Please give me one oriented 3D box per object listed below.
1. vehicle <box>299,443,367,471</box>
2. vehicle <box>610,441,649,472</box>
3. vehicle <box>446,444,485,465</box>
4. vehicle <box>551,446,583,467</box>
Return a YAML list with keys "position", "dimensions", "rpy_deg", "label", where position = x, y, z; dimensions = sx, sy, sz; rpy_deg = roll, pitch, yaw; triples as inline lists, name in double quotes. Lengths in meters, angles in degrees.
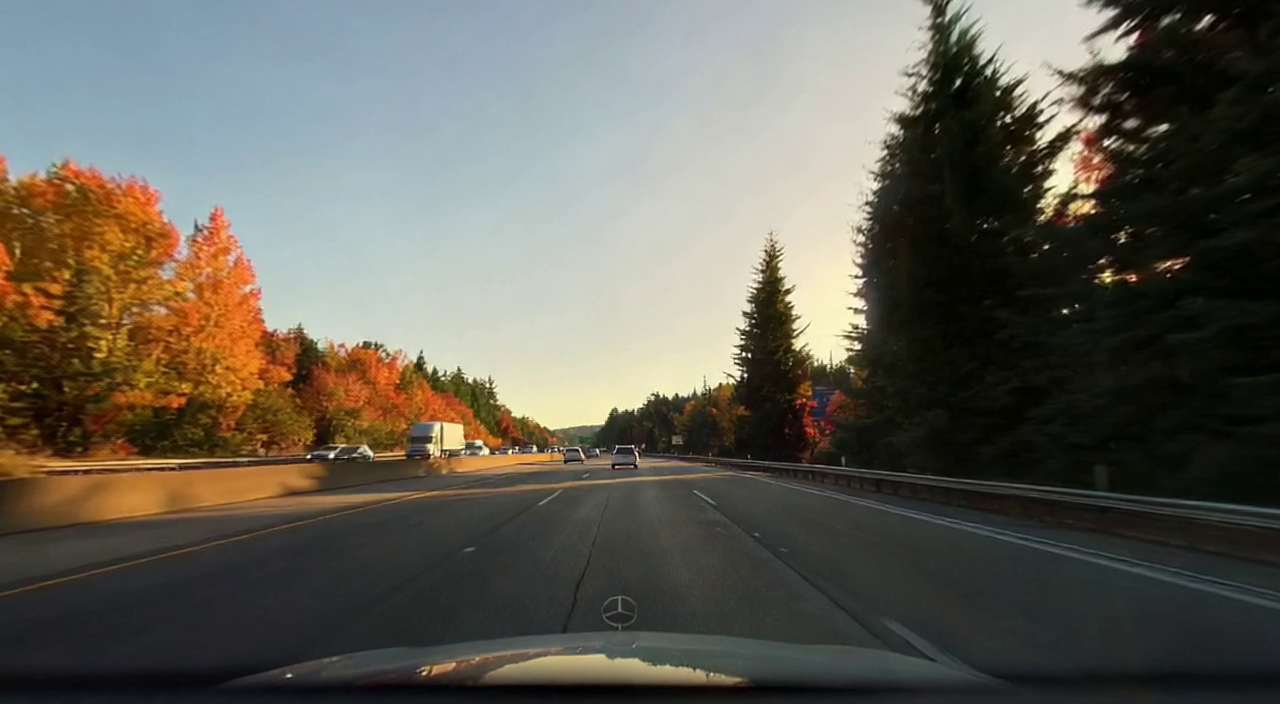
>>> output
- position: [-18.079, 6.217, 37.186]
  dimensions: [1.850, 1.509, 4.482]
  rpy_deg: [0, -9, -1]
  label: "vehicle"
- position: [-0.633, 6.024, 36.190]
  dimensions: [2.115, 1.661, 4.049]
  rpy_deg: [0, -9, -1]
  label: "vehicle"
- position: [-13.195, 7.775, 47.520]
  dimensions: [1.881, 1.507, 3.991]
  rpy_deg: [0, -9, -1]
  label: "vehicle"
- position: [-5.517, 7.940, 47.697]
  dimensions: [2.002, 1.537, 4.269]
  rpy_deg: [0, -9, -2]
  label: "vehicle"
